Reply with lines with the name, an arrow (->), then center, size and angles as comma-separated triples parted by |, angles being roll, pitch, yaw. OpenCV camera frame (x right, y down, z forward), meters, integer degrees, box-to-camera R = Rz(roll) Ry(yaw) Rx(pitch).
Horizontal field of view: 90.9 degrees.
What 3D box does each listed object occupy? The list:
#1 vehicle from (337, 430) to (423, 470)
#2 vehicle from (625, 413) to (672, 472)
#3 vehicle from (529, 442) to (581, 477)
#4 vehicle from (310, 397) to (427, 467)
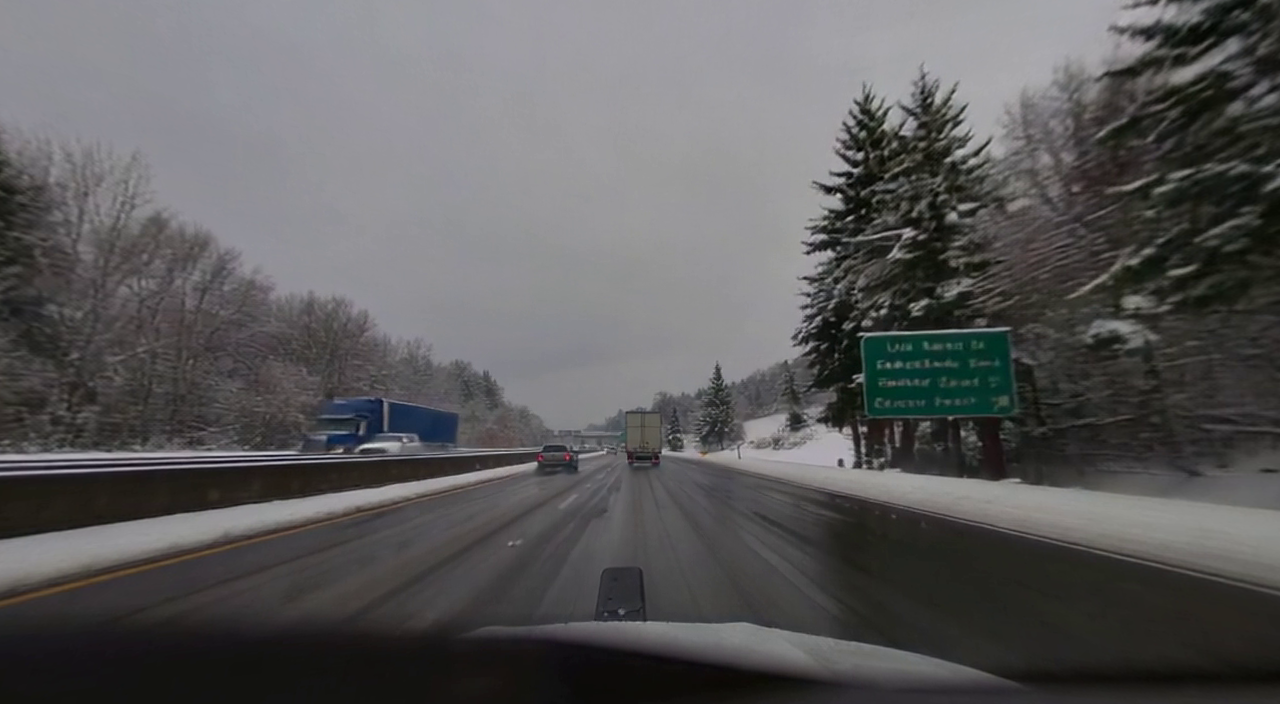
vehicle -> -13.268, 5.069, 32.617 | 2.234, 1.894, 5.228 | 0, -9, 0
vehicle -> 0.424, 6.296, 43.660 | 2.893, 3.628, 9.081 | 0, -9, -1
vehicle -> -4.265, 5.451, 32.079 | 2.079, 1.656, 3.965 | 0, -9, 0
vehicle -> -17.106, 5.324, 40.806 | 2.929, 3.987, 10.111 | 0, -9, 0
